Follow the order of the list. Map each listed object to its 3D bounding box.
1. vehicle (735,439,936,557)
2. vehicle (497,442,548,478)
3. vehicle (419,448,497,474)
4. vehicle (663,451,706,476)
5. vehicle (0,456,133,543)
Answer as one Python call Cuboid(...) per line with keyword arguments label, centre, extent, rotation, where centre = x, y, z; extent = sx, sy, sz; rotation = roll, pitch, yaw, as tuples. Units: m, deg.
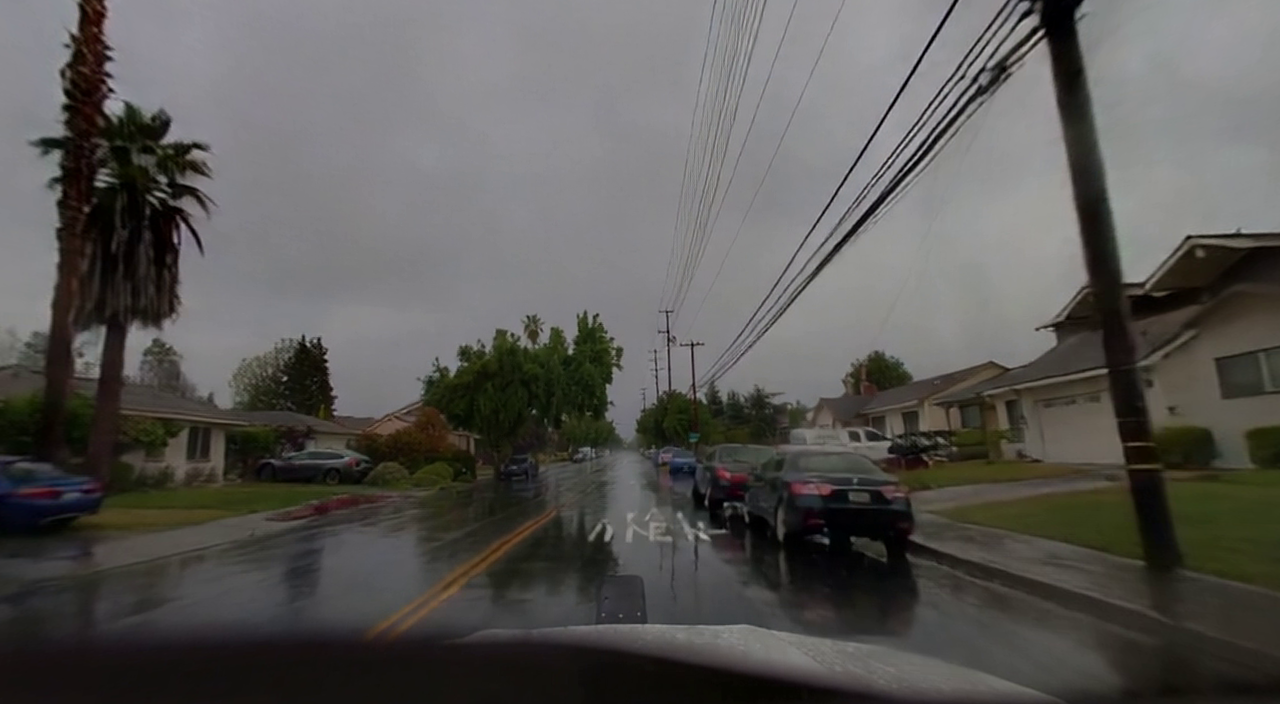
Cuboid(label="vehicle", centre=(2.788, 2.145, 10.008), extent=(1.870, 1.490, 3.802), rotation=(0, -8, -2))
Cuboid(label="vehicle", centre=(-6.932, 6.504, 37.690), extent=(2.156, 1.932, 4.518), rotation=(-2, -11, 1))
Cuboid(label="vehicle", centre=(-12.120, 7.289, 42.320), extent=(4.529, 1.677, 2.204), rotation=(0, -8, 0))
Cuboid(label="vehicle", centre=(2.453, 6.264, 35.592), extent=(1.827, 1.286, 3.684), rotation=(1, -8, -5))
Cuboid(label="vehicle", centre=(-12.331, 2.662, 11.731), extent=(4.274, 1.422, 1.797), rotation=(0, -8, 2))
